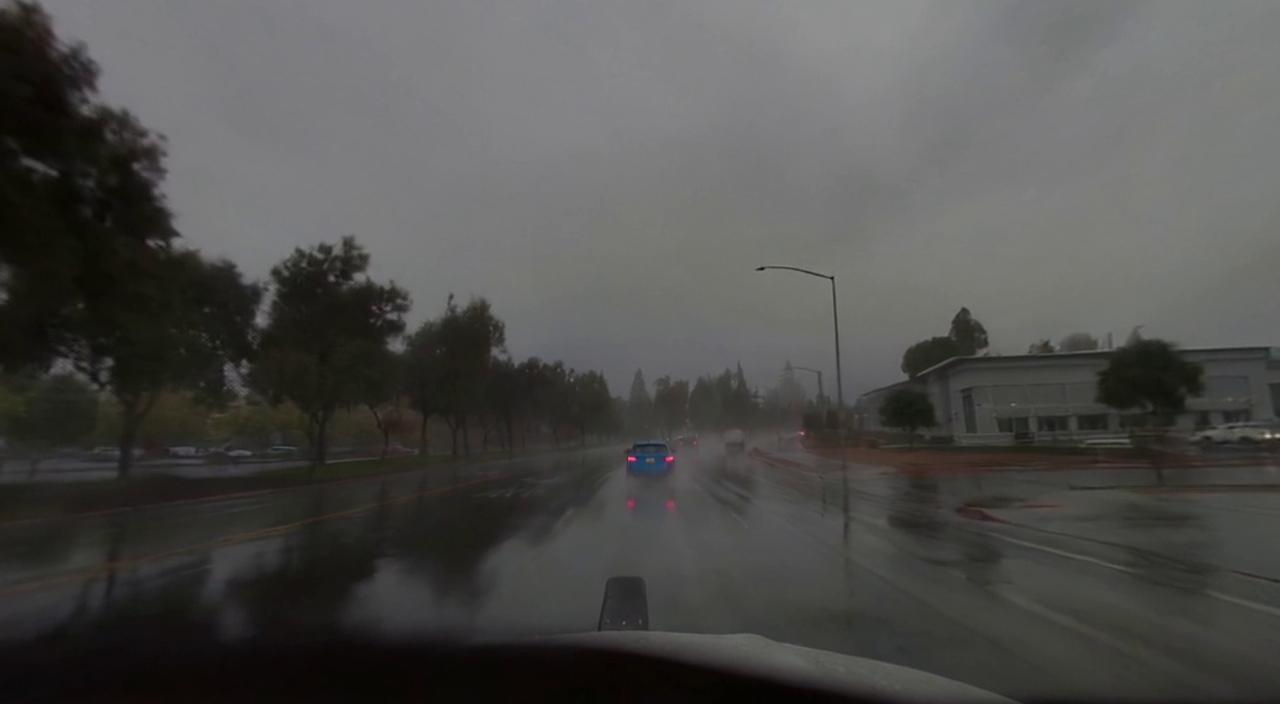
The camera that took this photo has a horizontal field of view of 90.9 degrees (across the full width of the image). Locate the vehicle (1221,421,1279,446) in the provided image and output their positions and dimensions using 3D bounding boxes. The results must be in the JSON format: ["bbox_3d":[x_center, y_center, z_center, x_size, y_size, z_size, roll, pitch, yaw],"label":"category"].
[{"bbox_3d":[43.073,5.585,43.335,4.176,1.648,1.872,-1,-8,4],"label":"vehicle"}]

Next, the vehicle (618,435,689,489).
[{"bbox_3d":[0.409,3.401,19.815,2.010,1.535,3.735,0,-8,1],"label":"vehicle"}]
